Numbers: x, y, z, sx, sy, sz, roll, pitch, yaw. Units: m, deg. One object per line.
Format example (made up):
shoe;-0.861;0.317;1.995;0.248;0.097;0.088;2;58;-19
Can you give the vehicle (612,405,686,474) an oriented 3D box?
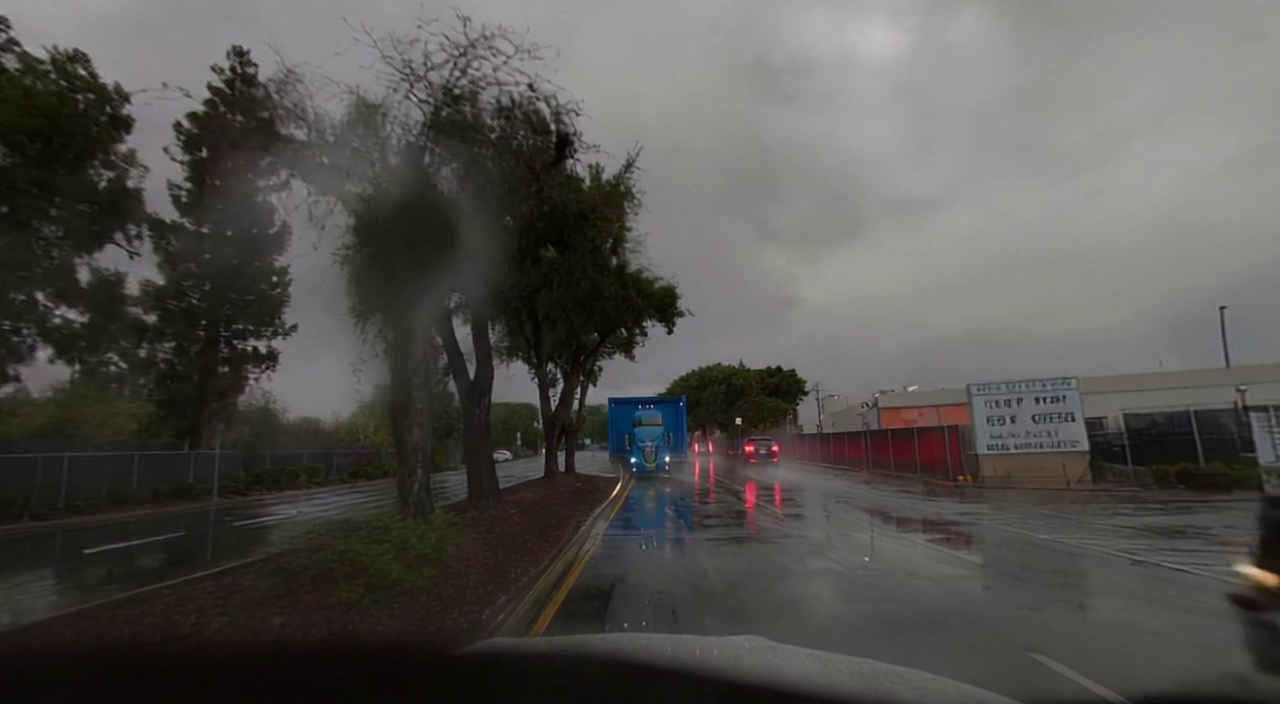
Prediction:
vehicle;0.526;4.300;30.961;3.197;2.963;7.055;0;-8;2

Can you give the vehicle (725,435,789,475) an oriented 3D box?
vehicle;5.190;4.622;28.595;2.076;1.661;4.524;0;-8;0

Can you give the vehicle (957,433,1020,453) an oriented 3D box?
vehicle;23.315;6.095;42.183;3.251;1.321;1.555;-1;-9;0

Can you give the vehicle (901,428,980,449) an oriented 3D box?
vehicle;22.792;6.590;47.985;4.995;1.543;1.899;0;-9;1
